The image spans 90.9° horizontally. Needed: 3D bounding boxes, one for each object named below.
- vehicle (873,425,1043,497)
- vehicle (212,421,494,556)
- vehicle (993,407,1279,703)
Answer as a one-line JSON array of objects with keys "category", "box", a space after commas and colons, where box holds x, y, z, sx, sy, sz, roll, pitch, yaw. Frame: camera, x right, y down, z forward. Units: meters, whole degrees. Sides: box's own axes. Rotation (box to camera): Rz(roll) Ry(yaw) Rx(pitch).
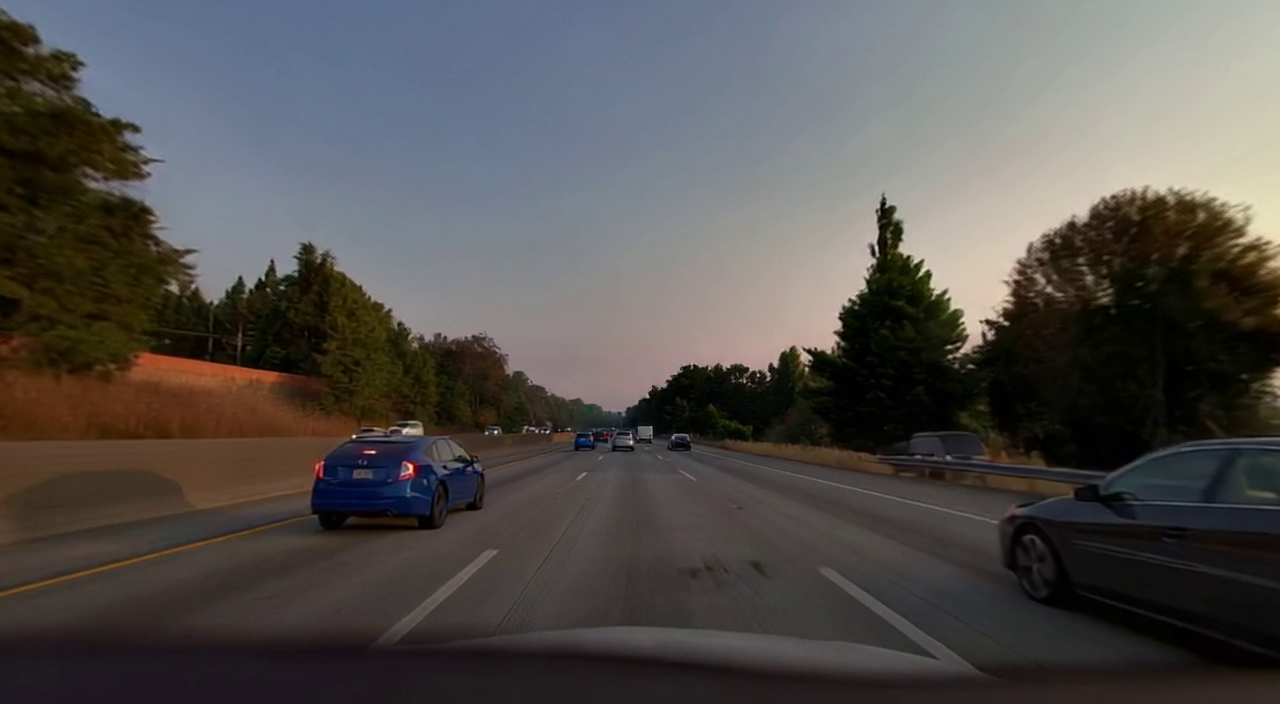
[{"category": "vehicle", "box": [8.420, 2.902, 17.289, 2.156, 1.679, 4.492, 0, -8, -2]}, {"category": "vehicle", "box": [-3.876, 1.902, 9.740, 2.032, 1.535, 4.889, 0, -8, 0]}, {"category": "vehicle", "box": [3.797, 1.054, 3.055, 1.883, 1.536, 3.792, 0, -8, -2]}]
